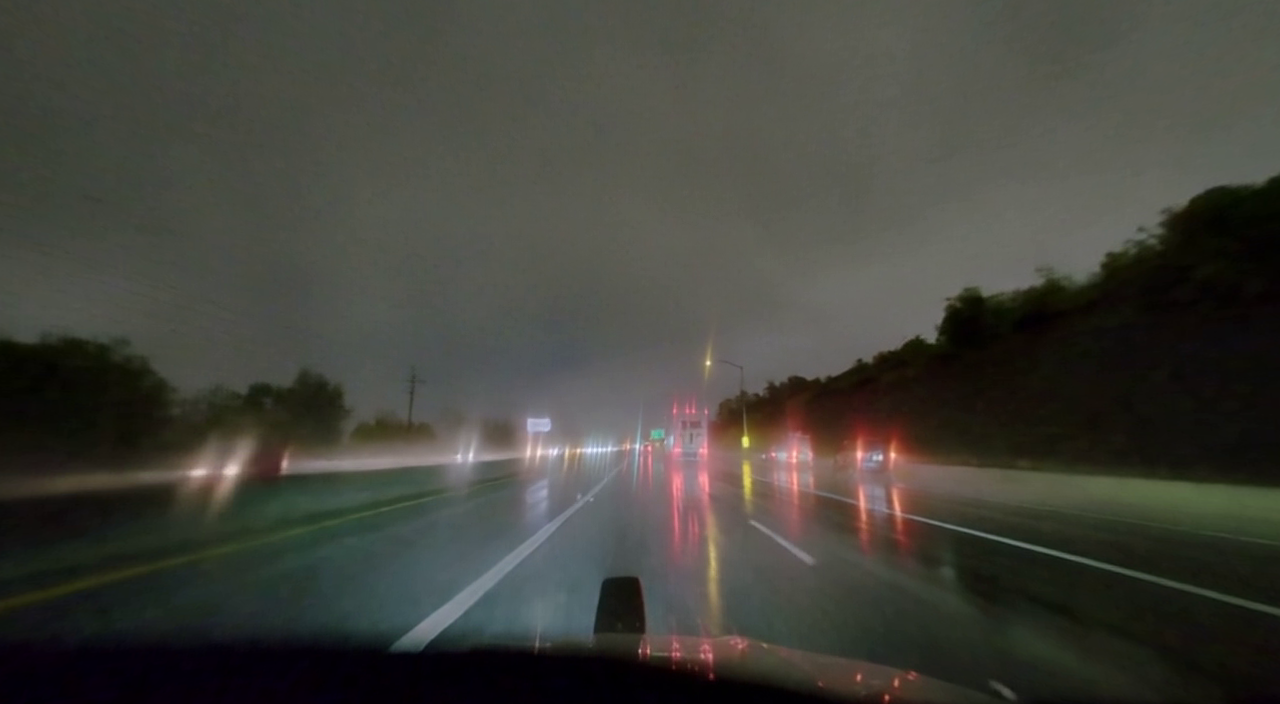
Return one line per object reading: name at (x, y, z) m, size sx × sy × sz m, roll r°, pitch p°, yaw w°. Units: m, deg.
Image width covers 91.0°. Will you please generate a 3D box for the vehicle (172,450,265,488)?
vehicle at (-20.867, 5.785, 31.401) m, size 1.834 × 1.721 × 3.888 m, roll 0°, pitch -9°, yaw 1°
